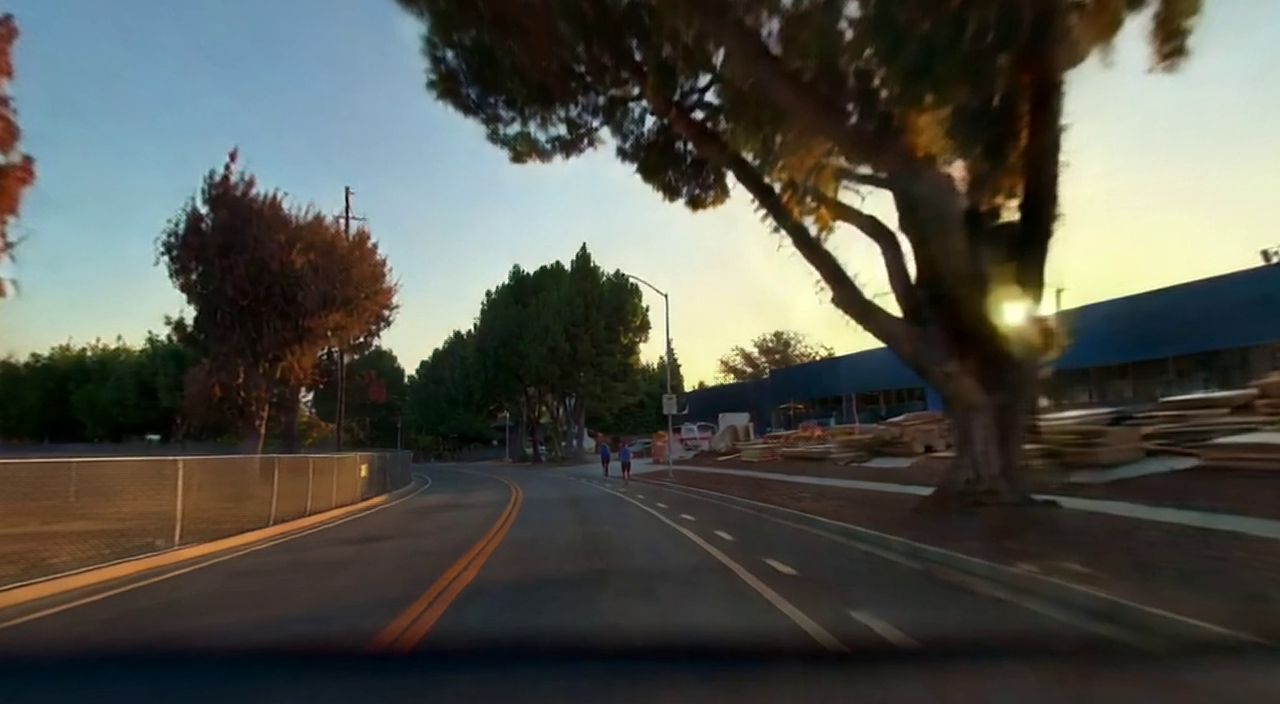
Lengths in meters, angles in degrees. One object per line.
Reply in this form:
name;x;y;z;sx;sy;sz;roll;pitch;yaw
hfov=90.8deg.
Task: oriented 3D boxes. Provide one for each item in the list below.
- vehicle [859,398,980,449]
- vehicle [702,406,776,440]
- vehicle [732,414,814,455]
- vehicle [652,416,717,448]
vehicle;8.635;2.302;19.853;1.635;1.445;3.563;1;-9;-11
vehicle;5.958;4.314;38.223;3.916;1.765;1.785;-2;-8;-17
vehicle;6.406;4.022;30.598;3.451;1.504;1.652;7;-12;-8
vehicle;3.226;5.743;45.278;4.180;1.880;2.028;11;-11;-32
